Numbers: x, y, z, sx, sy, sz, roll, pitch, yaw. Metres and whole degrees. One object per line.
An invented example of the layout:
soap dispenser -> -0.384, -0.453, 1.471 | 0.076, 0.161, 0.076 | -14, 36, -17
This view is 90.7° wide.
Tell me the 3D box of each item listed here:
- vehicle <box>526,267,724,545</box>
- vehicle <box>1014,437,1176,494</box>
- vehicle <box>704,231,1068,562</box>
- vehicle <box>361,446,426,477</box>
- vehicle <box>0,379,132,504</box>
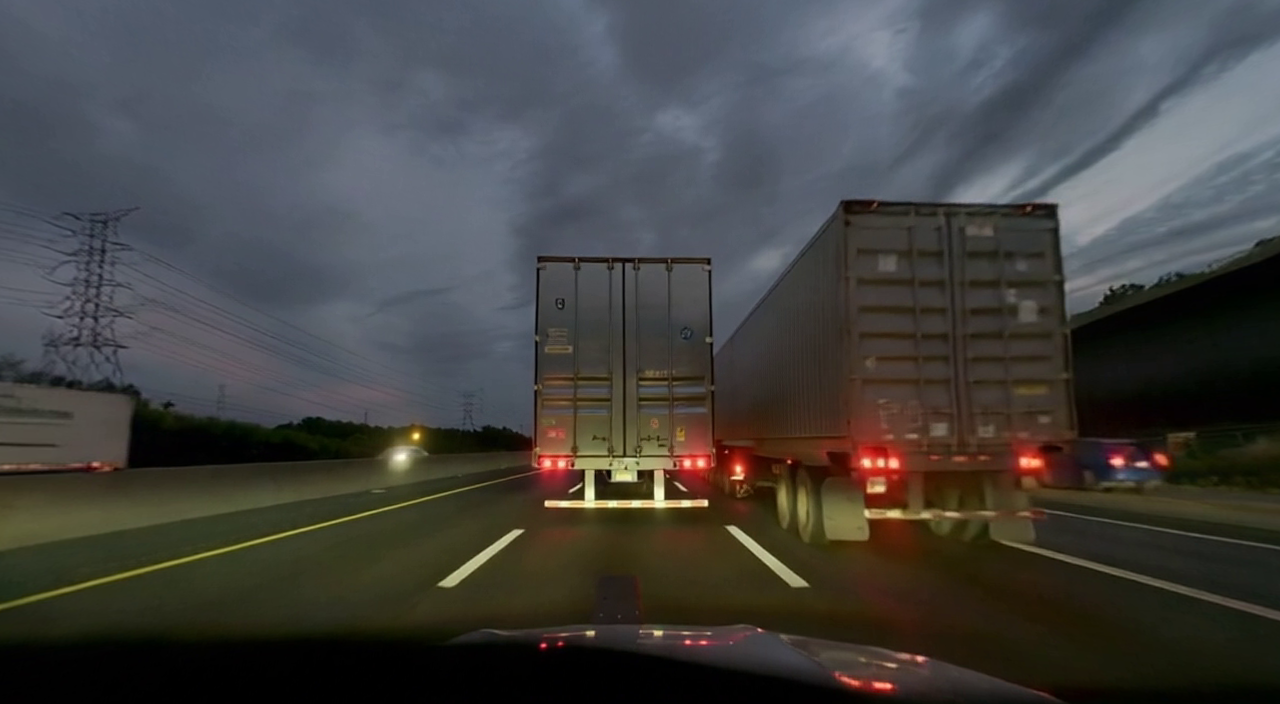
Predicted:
vehicle -> -0.224, 1.625, 15.308 | 2.841, 4.071, 12.046 | 0, -9, 0
vehicle -> 12.811, 3.201, 18.150 | 1.766, 1.452, 3.703 | 0, -9, -2
vehicle -> 3.578, 1.437, 14.181 | 2.797, 4.023, 13.066 | 0, -9, 0
vehicle -> -13.045, 5.798, 33.769 | 1.950, 1.526, 3.713 | 0, -9, 0
vehicle -> -20.400, 2.418, 17.105 | 2.770, 3.665, 12.784 | 0, -9, 0
